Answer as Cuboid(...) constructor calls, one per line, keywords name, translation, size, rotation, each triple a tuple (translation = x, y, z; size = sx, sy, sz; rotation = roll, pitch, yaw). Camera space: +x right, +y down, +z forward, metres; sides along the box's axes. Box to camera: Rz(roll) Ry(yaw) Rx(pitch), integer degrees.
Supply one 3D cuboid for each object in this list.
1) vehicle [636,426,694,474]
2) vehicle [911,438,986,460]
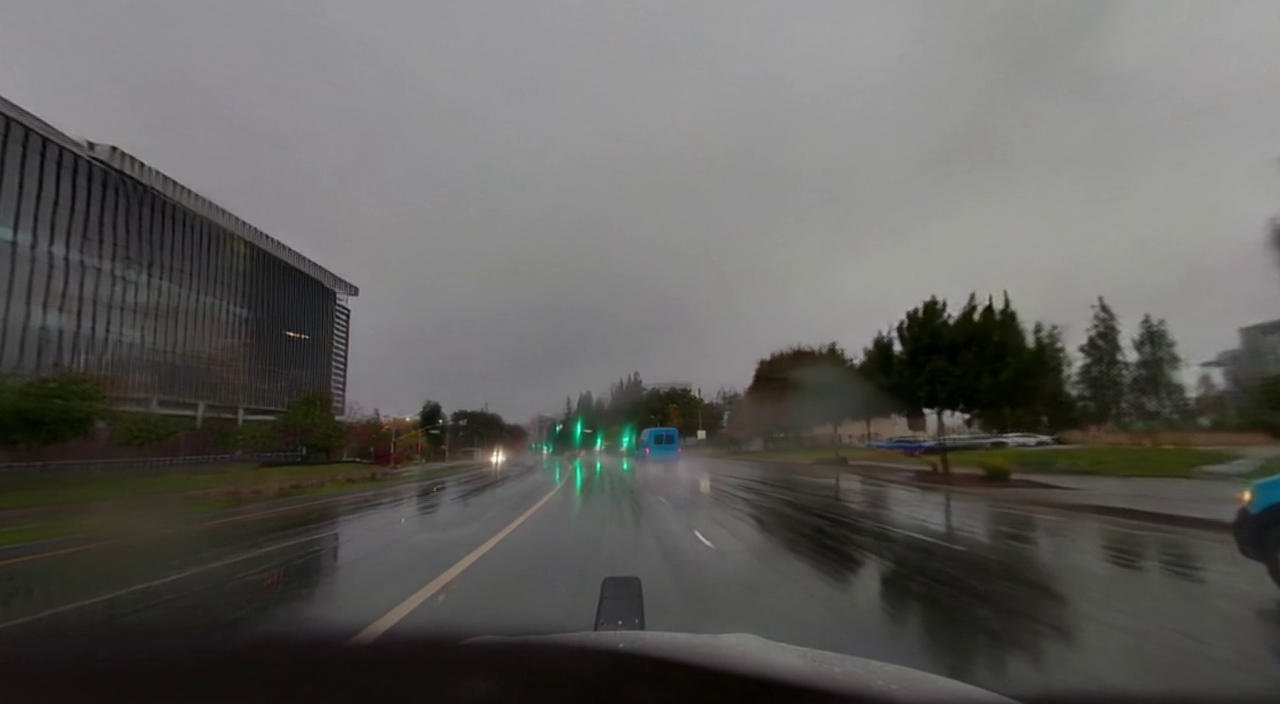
Cuboid(name="vehicle", translation=(1.176, 5.017, 32.305), size=(2.339, 2.244, 4.817), rotation=(0, -8, -5))
Cuboid(name="vehicle", translation=(21.957, 6.904, 44.940), size=(4.271, 1.470, 1.940), rotation=(0, -8, 0))
